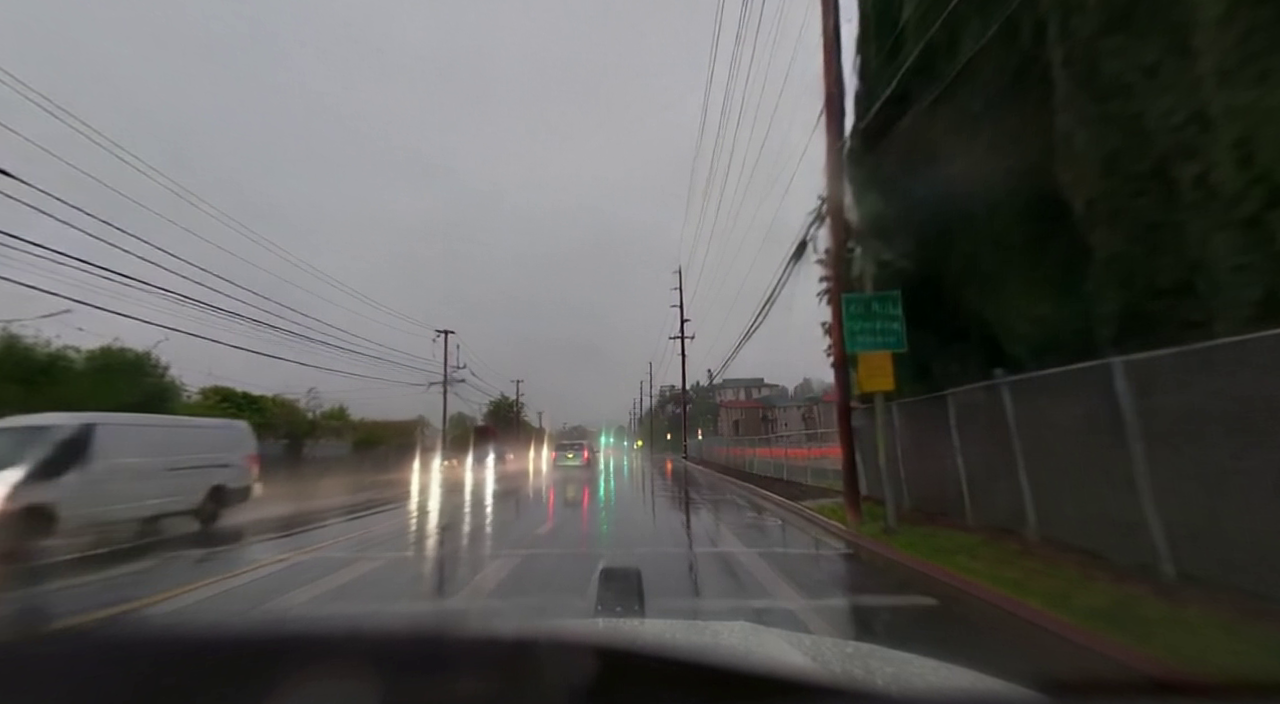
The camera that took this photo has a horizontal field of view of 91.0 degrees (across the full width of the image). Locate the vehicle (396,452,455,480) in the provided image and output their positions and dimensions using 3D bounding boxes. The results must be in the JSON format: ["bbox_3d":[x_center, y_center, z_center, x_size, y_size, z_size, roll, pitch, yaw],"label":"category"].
[{"bbox_3d":[-12.826,6.828,37.936,1.923,1.512,4.468,0,-9,0],"label":"vehicle"}]

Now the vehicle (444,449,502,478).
[{"bbox_3d":[-9.406,6.273,35.766,2.007,1.520,4.466,0,-9,1],"label":"vehicle"}]

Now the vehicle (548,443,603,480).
[{"bbox_3d":[-2.826,4.902,28.535,1.992,1.515,4.289,0,-9,1],"label":"vehicle"}]

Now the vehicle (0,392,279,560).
[{"bbox_3d":[-9.844,2.228,12.101,2.377,2.439,5.510,0,-9,1],"label":"vehicle"}]
